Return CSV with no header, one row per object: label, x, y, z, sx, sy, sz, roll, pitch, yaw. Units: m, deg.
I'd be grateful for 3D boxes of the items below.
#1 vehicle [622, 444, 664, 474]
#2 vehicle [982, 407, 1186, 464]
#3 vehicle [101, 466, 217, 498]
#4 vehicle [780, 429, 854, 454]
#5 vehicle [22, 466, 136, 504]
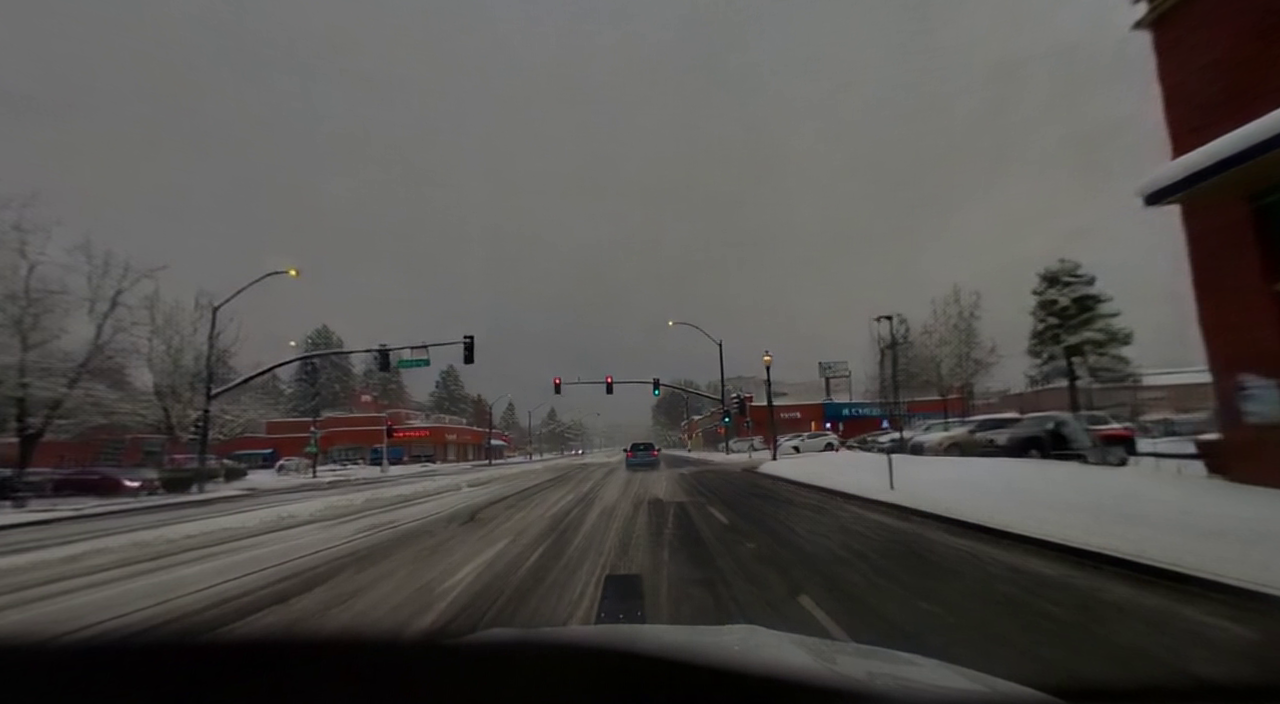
vehicle,0.145,5.412,32.160,1.977,1.451,4.032,0,-9,0
vehicle,12.964,2.488,18.698,4.466,1.553,2.060,0,-9,-1
vehicle,-25.911,6.978,34.154,2.007,1.466,4.543,-8,-11,41
vehicle,13.378,6.827,47.965,4.852,1.805,2.155,0,-9,-2
vehicle,-26.366,6.223,29.777,3.790,1.515,1.704,8,-12,-43
